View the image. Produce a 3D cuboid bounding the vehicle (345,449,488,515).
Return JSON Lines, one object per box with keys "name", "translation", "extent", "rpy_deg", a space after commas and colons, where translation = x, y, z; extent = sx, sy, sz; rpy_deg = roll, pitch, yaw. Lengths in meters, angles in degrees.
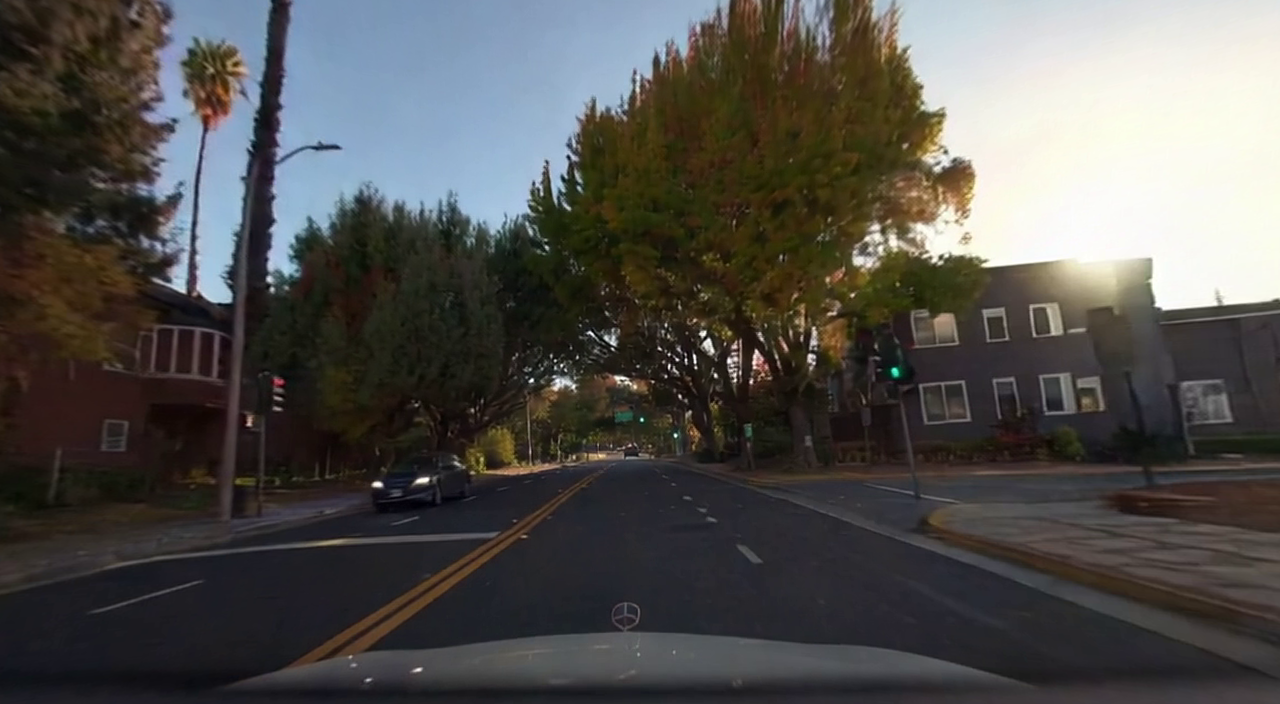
{"name": "vehicle", "translation": [-5.747, 3.375, 16.998], "extent": [2.243, 1.476, 4.729], "rpy_deg": [0, -9, -2]}
